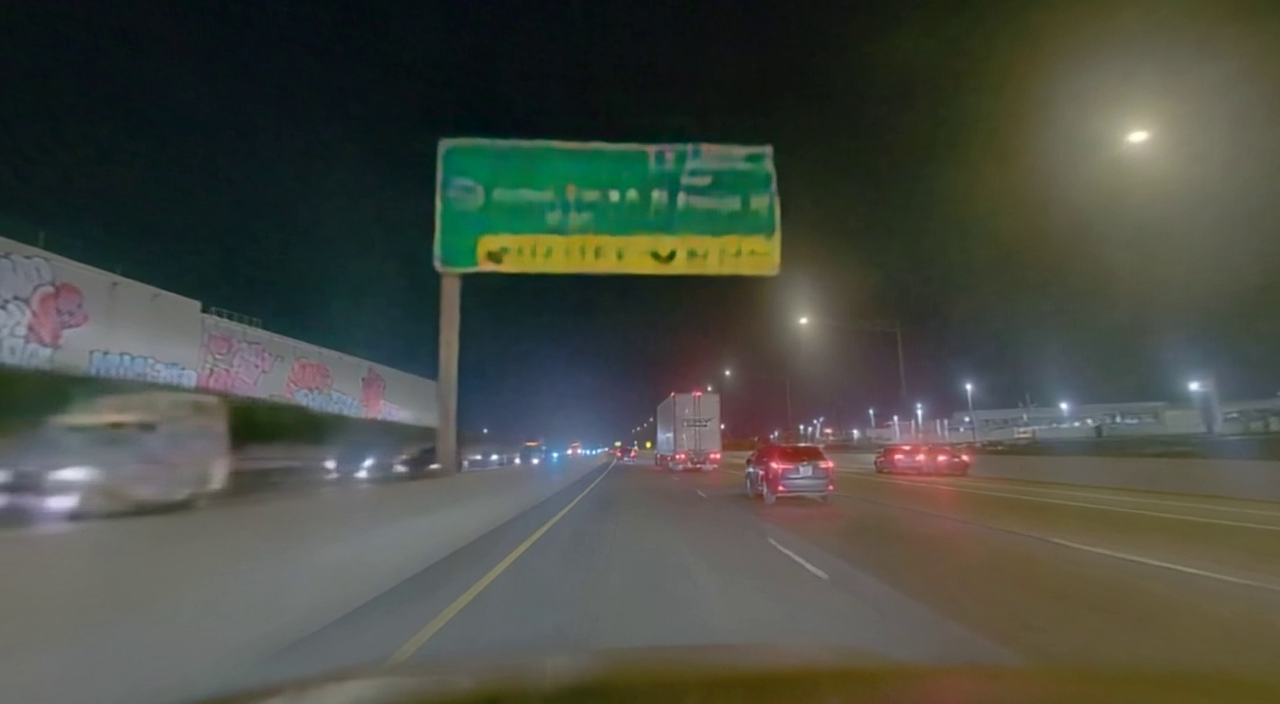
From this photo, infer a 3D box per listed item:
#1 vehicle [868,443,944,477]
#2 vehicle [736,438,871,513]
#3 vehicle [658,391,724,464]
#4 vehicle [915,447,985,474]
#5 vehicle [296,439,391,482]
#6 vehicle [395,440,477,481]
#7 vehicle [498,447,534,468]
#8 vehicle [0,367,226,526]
[{"bbox_3d":[14.131,5.744,33.546,2.107,1.648,4.324,0,-9,-1],"label":"vehicle"},{"bbox_3d":[3.876,3.011,15.790,2.085,1.588,4.436,0,-9,-2],"label":"vehicle"},{"bbox_3d":[3.317,5.914,46.699,3.317,4.314,17.803,0,-9,0],"label":"vehicle"},{"bbox_3d":[18.258,6.402,37.197,1.811,1.499,4.472,0,-9,-1],"label":"vehicle"},{"bbox_3d":[-12.833,4.718,27.451,1.945,1.708,4.530,0,-9,0],"label":"vehicle"},{"bbox_3d":[-8.600,4.601,26.854,2.040,1.571,4.457,0,-9,-1],"label":"vehicle"},{"bbox_3d":[-9.294,7.924,47.200,1.874,1.494,4.394,0,-9,-1],"label":"vehicle"},{"bbox_3d":[-12.240,2.070,13.613,2.334,2.718,6.105,0,-9,-1],"label":"vehicle"}]
